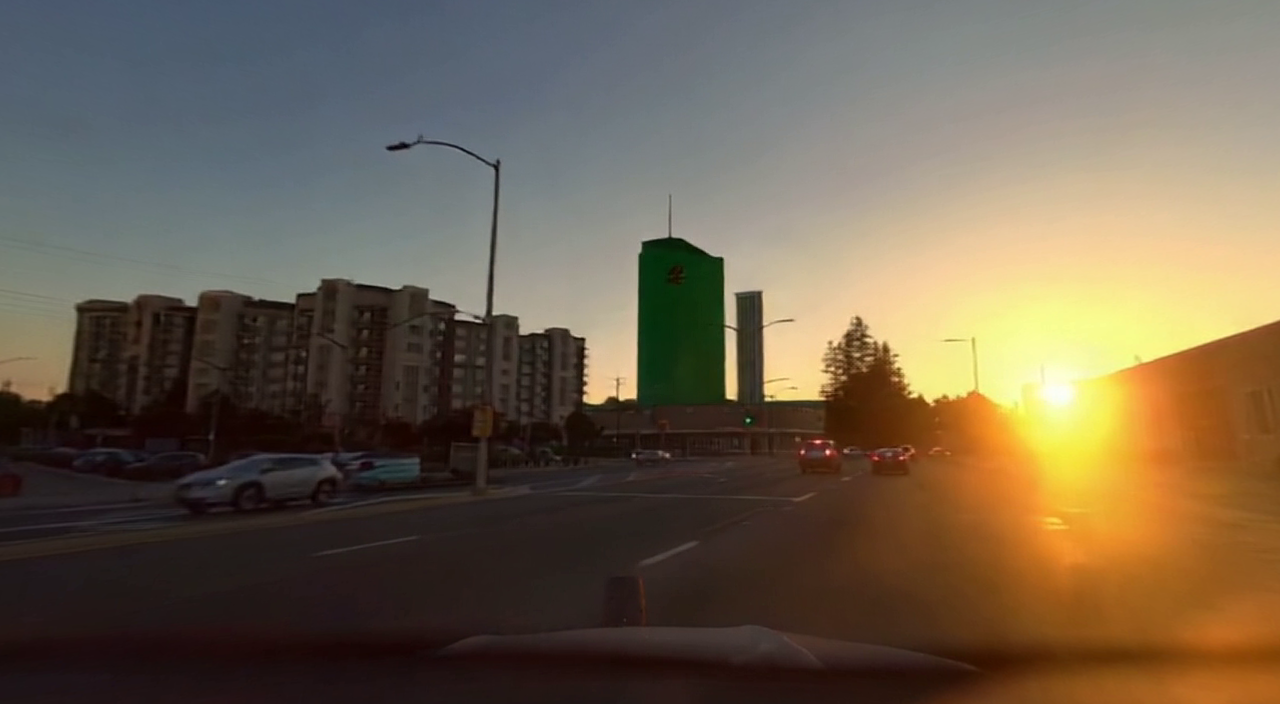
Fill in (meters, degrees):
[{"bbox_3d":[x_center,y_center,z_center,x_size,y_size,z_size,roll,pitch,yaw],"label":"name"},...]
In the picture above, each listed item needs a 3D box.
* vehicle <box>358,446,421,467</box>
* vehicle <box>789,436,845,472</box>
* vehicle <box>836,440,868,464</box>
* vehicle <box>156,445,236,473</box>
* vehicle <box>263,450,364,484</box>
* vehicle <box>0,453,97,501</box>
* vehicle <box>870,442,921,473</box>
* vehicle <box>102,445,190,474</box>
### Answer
[{"bbox_3d":[-19.123,7.936,48.106,4.431,1.510,1.947,-4,-9,28],"label":"vehicle"},{"bbox_3d":[9.086,5.171,32.166,2.031,1.692,4.284,-4,-9,24],"label":"vehicle"},{"bbox_3d":[15.850,7.405,47.011,1.857,1.697,4.011,-4,-9,23],"label":"vehicle"},{"bbox_3d":[-25.422,6.081,36.068,3.990,1.502,2.113,-5,-10,29],"label":"vehicle"},{"bbox_3d":[-17.558,6.168,34.165,1.875,1.600,4.604,-4,-9,23],"label":"vehicle"},{"bbox_3d":[-22.540,4.434,22.517,1.884,1.575,4.215,-4,-9,23],"label":"vehicle"},{"bbox_3d":[12.897,5.242,31.625,2.041,1.444,4.710,-4,-9,24],"label":"vehicle"},{"bbox_3d":[-26.535,5.722,33.811,4.108,1.494,2.133,-5,-9,28],"label":"vehicle"}]
